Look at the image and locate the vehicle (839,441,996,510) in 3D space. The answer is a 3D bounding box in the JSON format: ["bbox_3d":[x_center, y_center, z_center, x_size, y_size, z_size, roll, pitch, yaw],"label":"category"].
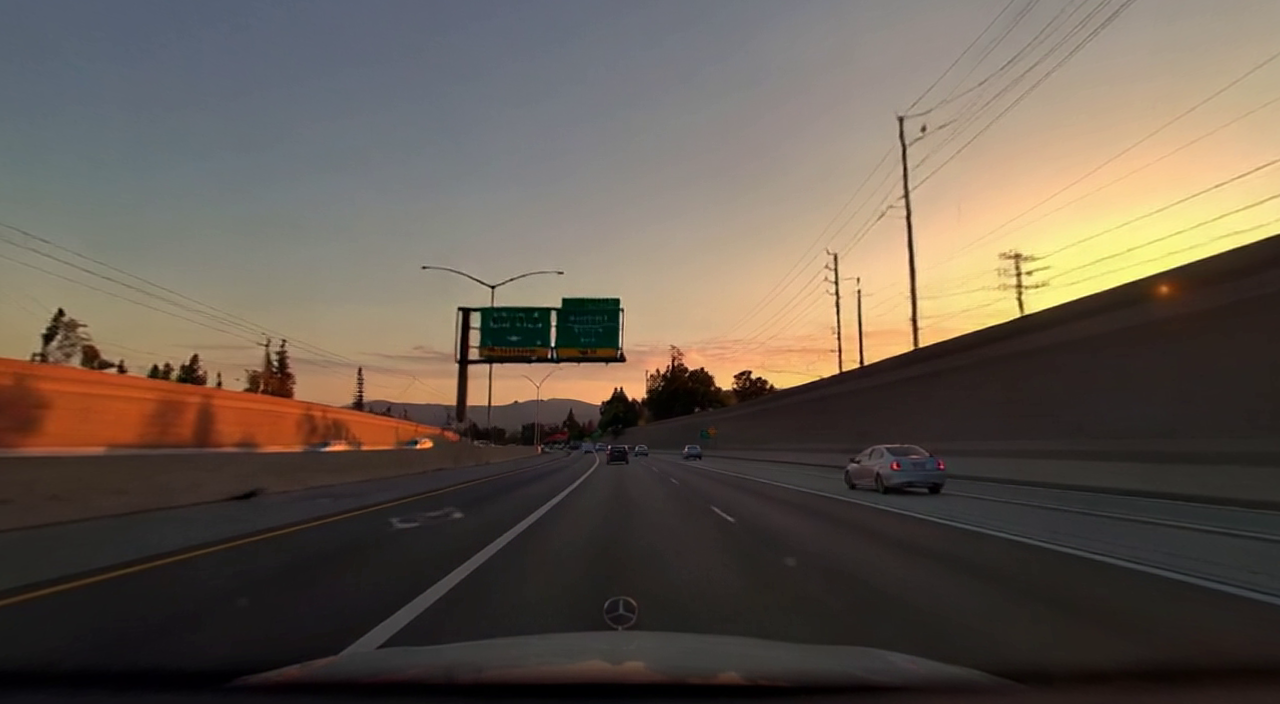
[{"bbox_3d":[6.656,2.978,15.762,1.876,1.451,4.154,0,-9,-2],"label":"vehicle"}]

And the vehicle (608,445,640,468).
[{"bbox_3d":[-1.124,7.036,42.866,2.109,1.489,4.027,0,-9,-3],"label":"vehicle"}]
